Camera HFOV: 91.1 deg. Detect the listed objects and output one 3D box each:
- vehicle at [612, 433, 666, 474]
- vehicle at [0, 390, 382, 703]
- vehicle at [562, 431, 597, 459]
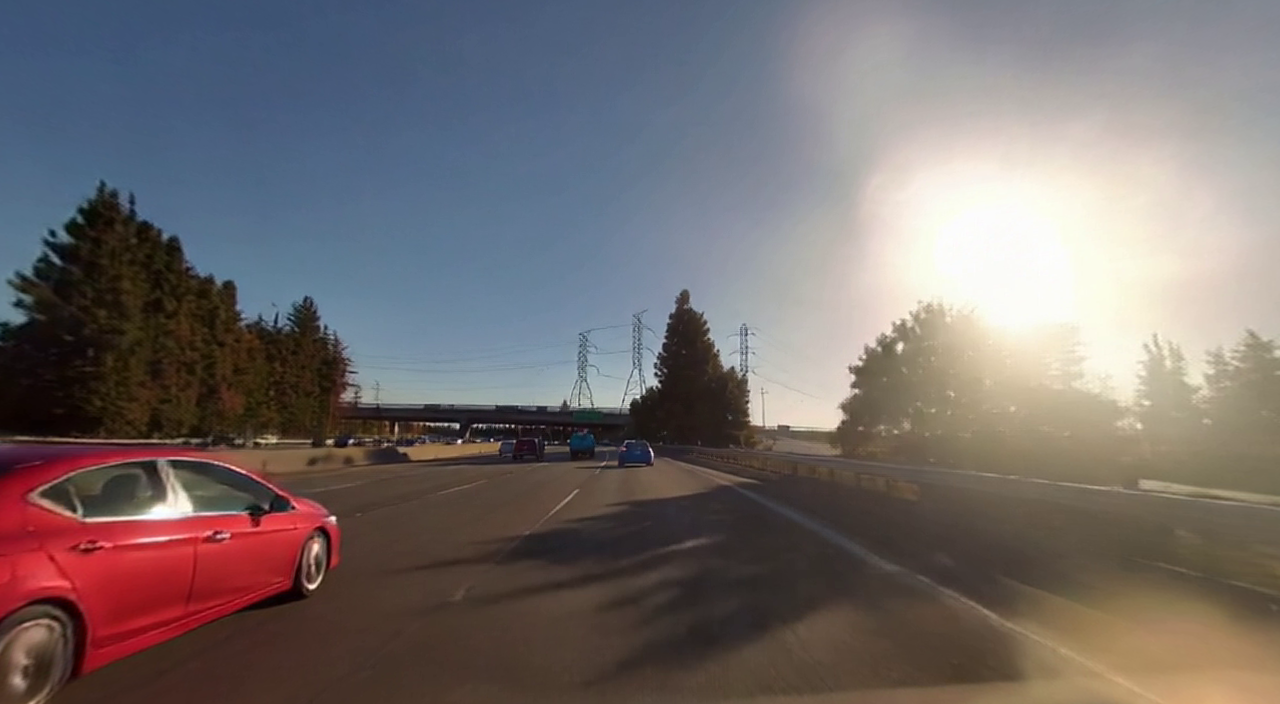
[{"bbox_3d":[-0.106,3.927,24.548,1.954,1.460,3.983,0,-8,-2],"label":"vehicle"},{"bbox_3d":[-3.623,1.113,3.904,2.035,1.514,4.600,0,-8,1],"label":"vehicle"},{"bbox_3d":[-4.031,6.237,42.135,2.174,1.806,3.932,0,-8,-3],"label":"vehicle"}]
